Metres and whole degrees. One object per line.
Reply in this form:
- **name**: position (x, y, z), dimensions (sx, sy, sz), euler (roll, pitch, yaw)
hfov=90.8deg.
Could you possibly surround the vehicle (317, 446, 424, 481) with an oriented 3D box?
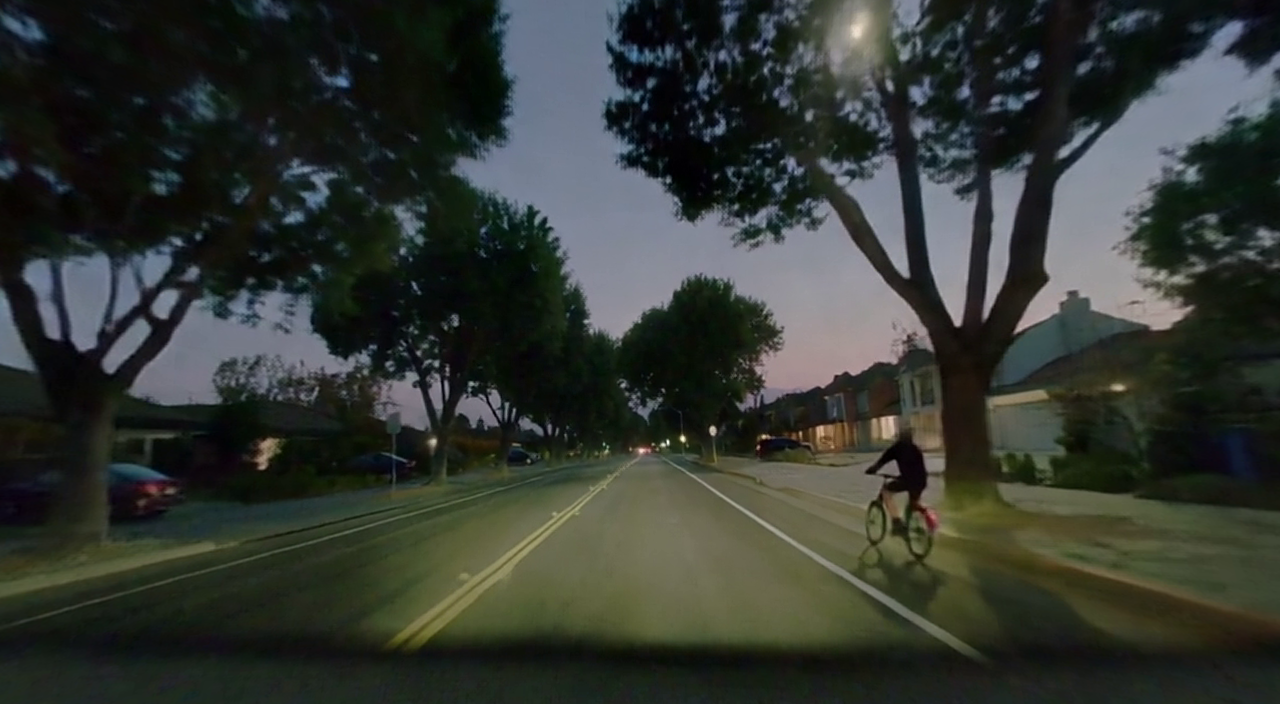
- **vehicle**: position (-13.704, 5.682, 32.328), dimensions (4.587, 1.722, 1.906), euler (0, -9, -1)

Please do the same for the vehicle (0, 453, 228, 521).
- **vehicle**: position (-12.892, 3.149, 15.044), dimensions (4.717, 1.465, 1.887), euler (0, -9, -3)

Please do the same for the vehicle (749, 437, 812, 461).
- **vehicle**: position (10.808, 7.519, 48.870), dimensions (4.449, 1.765, 1.917), euler (-1, -9, 4)

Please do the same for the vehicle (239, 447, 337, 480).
- **vehicle**: position (-19.536, 6.142, 35.124), dimensions (4.455, 1.707, 1.939), euler (6, -11, -36)
